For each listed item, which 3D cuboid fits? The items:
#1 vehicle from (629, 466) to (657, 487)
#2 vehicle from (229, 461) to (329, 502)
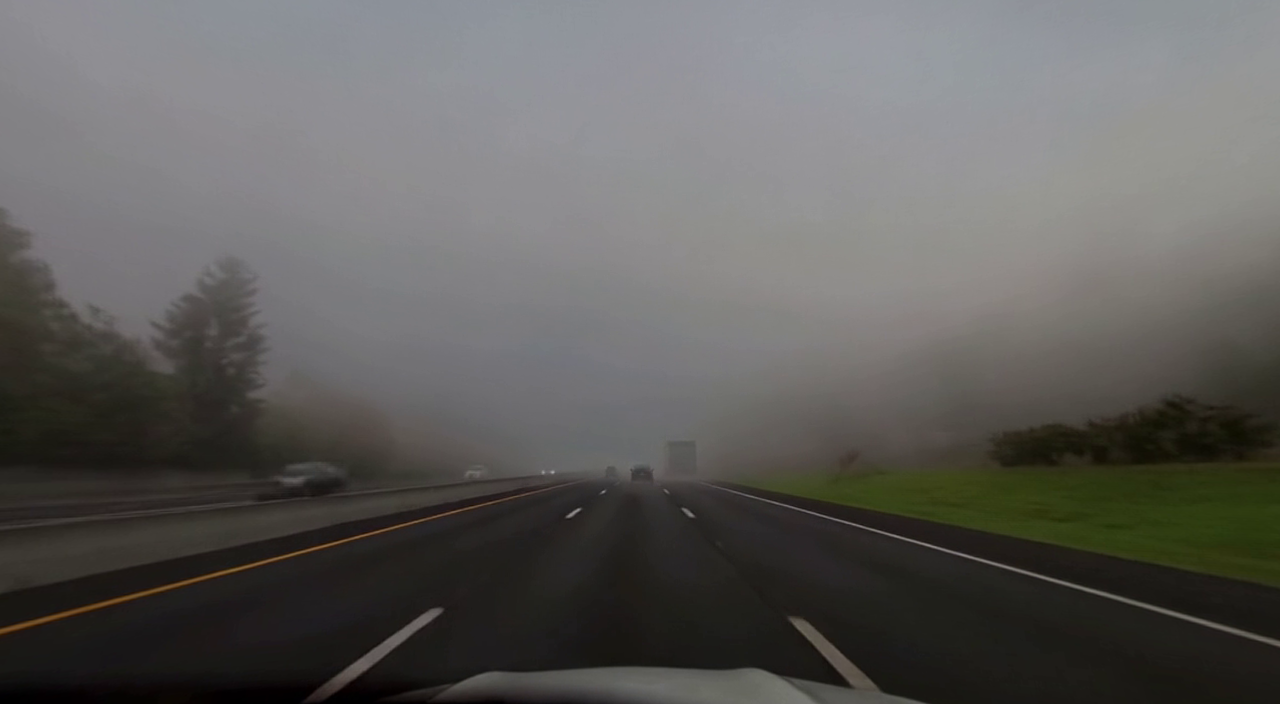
[{"bbox_3d":[0.224,9.365,47.433,2.015,1.478,3.920,0,-10,0],"label":"vehicle"},{"bbox_3d":[-15.741,5.643,27.743,1.909,1.615,4.119,0,-10,0],"label":"vehicle"}]
